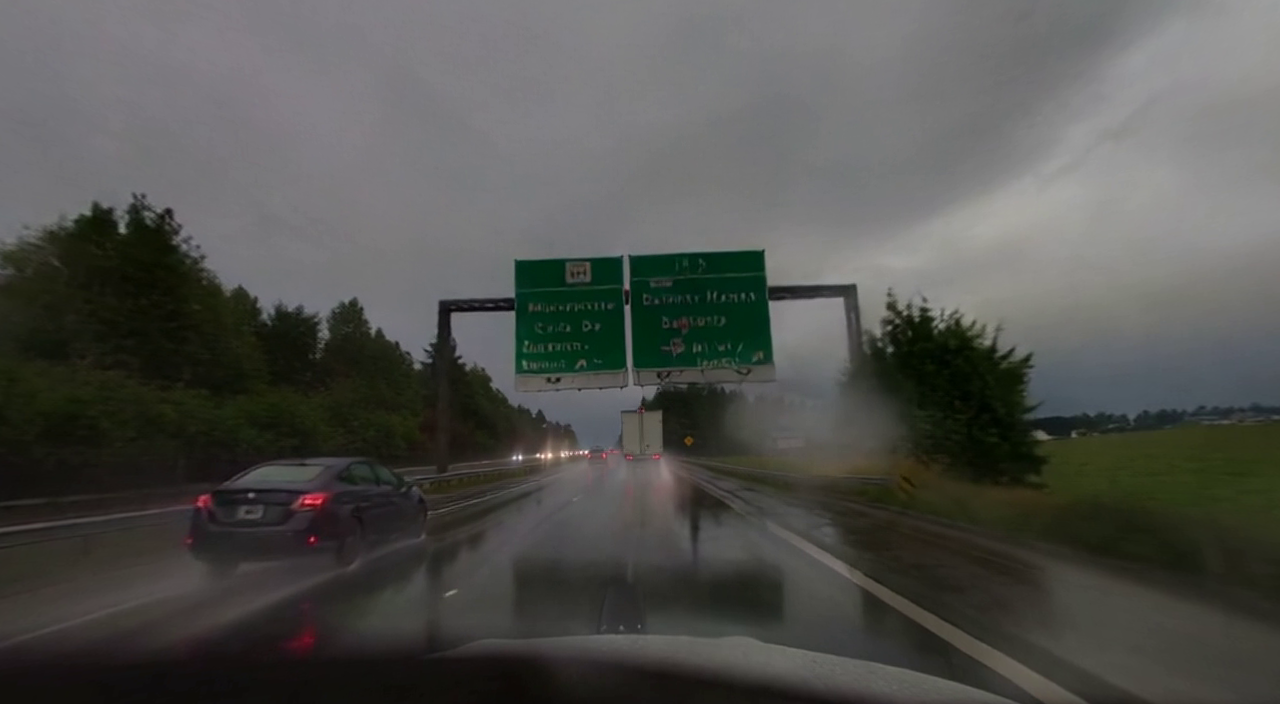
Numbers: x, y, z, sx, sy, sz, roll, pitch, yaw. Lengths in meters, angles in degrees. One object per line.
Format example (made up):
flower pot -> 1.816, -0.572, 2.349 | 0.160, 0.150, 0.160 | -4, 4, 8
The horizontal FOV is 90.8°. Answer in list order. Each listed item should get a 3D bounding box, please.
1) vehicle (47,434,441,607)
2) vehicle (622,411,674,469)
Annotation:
vehicle -> -4.085, 1.785, 7.598 | 1.968, 1.460, 4.227 | 0, -9, 0
vehicle -> 0.356, 7.067, 49.542 | 3.341, 3.725, 18.015 | 0, -9, -1
